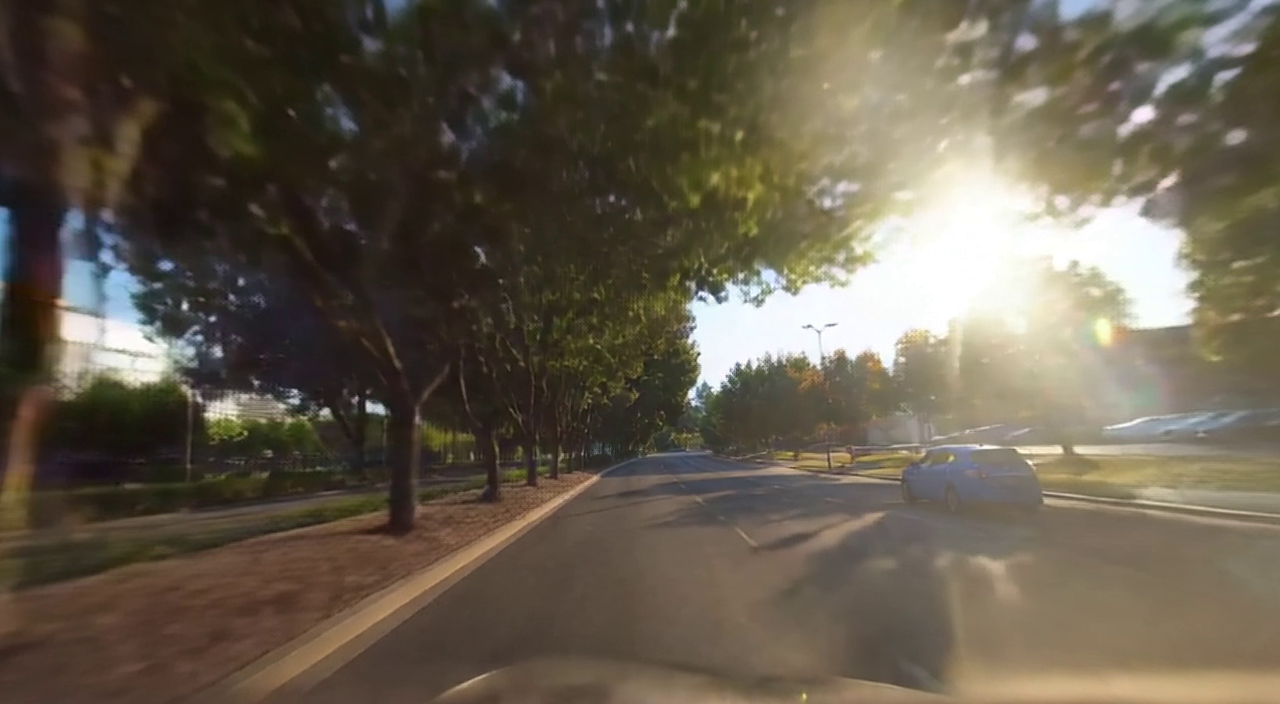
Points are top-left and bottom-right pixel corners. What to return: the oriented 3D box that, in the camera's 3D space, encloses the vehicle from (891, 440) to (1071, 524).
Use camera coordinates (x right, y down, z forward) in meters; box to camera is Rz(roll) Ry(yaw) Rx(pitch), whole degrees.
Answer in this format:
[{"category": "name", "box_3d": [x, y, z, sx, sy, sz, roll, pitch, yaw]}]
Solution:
[{"category": "vehicle", "box_3d": [6.908, 2.637, 13.259, 1.797, 1.518, 3.433, 0, -9, 0]}]
